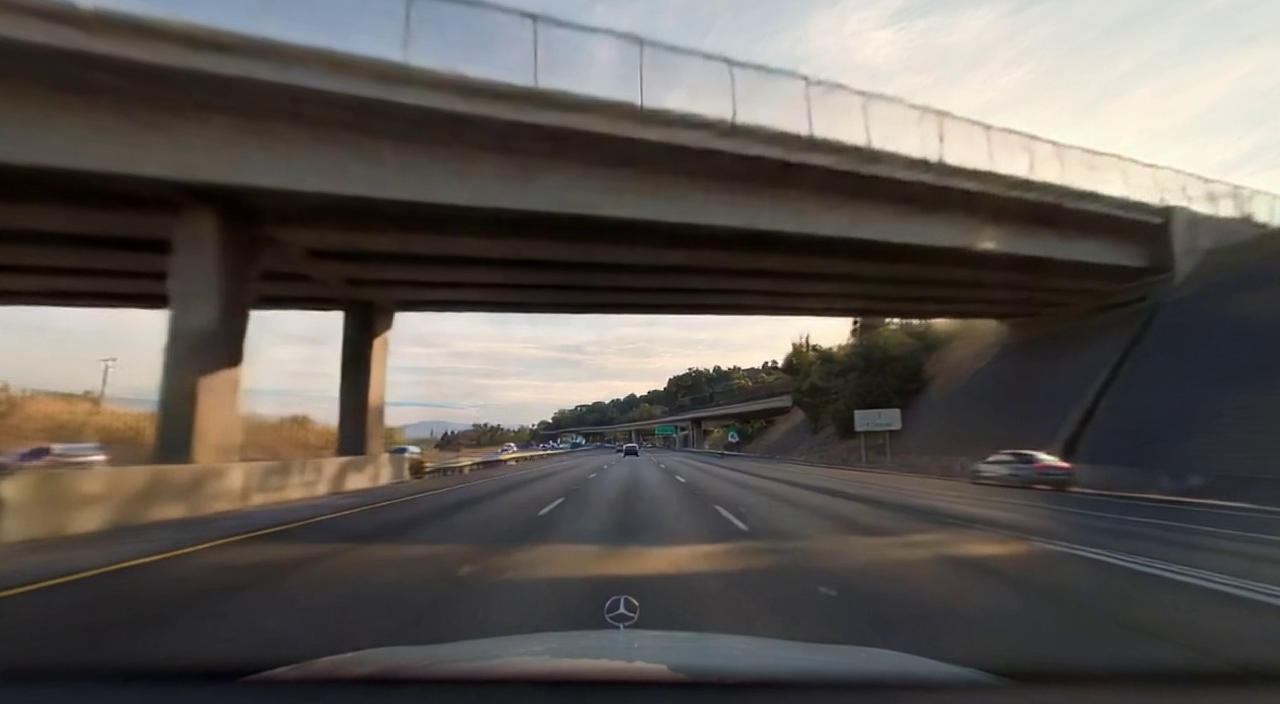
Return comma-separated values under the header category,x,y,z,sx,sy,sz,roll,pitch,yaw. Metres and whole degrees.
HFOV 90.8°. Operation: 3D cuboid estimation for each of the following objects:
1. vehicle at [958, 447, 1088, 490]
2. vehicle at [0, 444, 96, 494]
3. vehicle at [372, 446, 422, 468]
category,x,y,z,sx,sy,sz,roll,pitch,yaw
vehicle,15.268,4.646,25.627,1.959,1.519,5.235,0,-9,-1
vehicle,-23.270,4.301,23.441,1.950,1.744,4.711,0,-9,0
vehicle,-17.538,7.572,45.834,1.842,1.484,4.507,0,-9,0
